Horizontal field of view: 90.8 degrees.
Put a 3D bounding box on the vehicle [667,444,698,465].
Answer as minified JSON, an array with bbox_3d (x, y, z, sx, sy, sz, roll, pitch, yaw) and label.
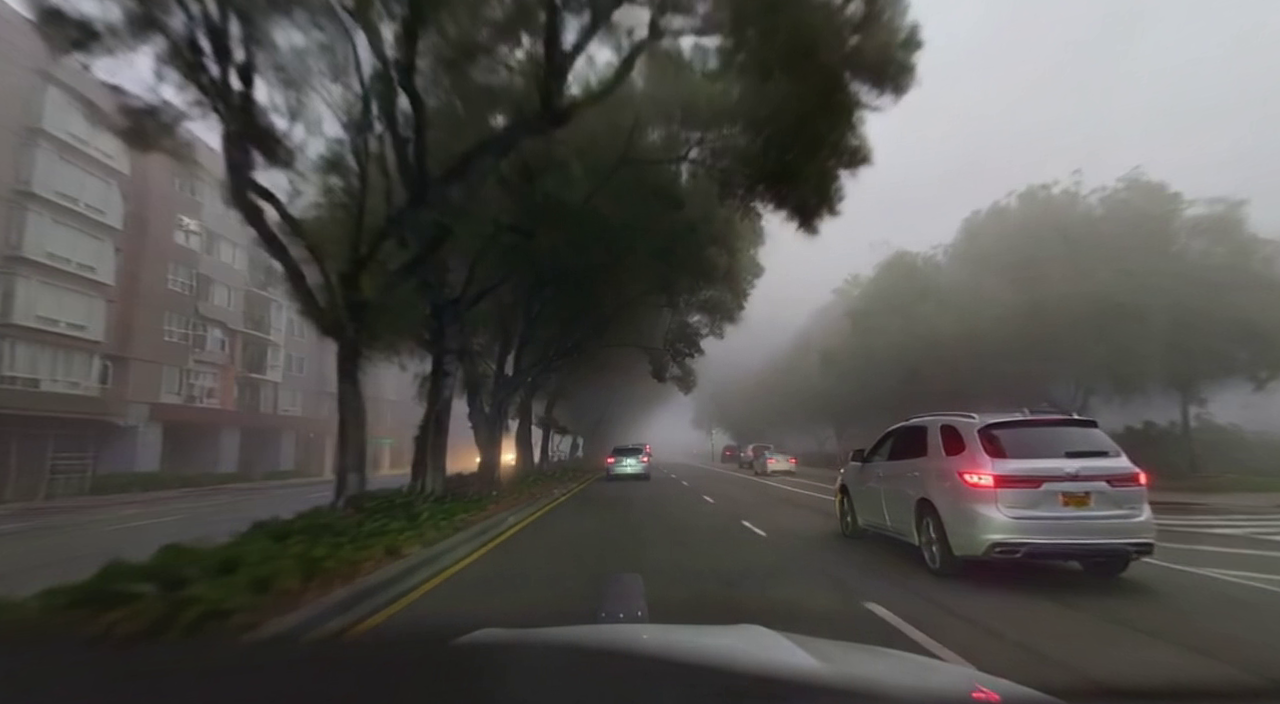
[{"bbox_3d":[3.155,7.755,47.971,1.910,1.474,4.003,0,-9,-3],"label":"vehicle"}]

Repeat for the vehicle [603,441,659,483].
[{"bbox_3d":[-0.326,4.214,24.491,2.006,1.487,3.535,0,-9,0],"label":"vehicle"}]

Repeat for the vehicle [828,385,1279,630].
[{"bbox_3d":[3.614,1.402,6.579,1.949,1.723,4.020,0,-9,-1],"label":"vehicle"}]

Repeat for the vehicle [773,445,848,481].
[{"bbox_3d":[7.505,4.913,28.284,1.962,1.484,4.644,0,-9,-2],"label":"vehicle"}]
